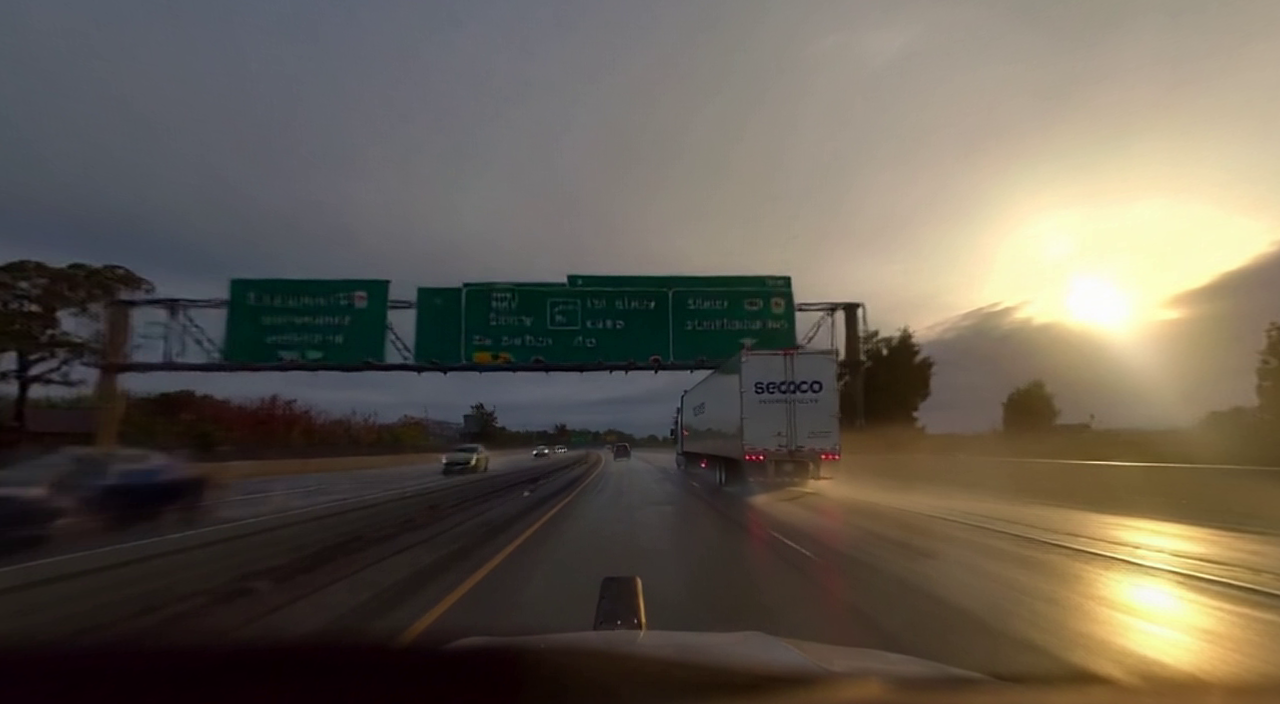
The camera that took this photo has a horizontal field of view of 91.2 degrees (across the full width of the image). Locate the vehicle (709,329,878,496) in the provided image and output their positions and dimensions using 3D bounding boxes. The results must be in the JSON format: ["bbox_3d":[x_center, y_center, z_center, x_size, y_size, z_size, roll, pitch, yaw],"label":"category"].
[{"bbox_3d":[4.062,2.022,18.990,2.892,3.928,8.380,0,-9,0],"label":"vehicle"}]

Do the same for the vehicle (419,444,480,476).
[{"bbox_3d":[-10.261,5.838,34.125,1.996,1.631,4.421,0,-9,-1],"label":"vehicle"}]

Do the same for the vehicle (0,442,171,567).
[{"bbox_3d":[-8.910,1.983,8.341,1.956,1.538,4.361,0,-9,-1],"label":"vehicle"}]
